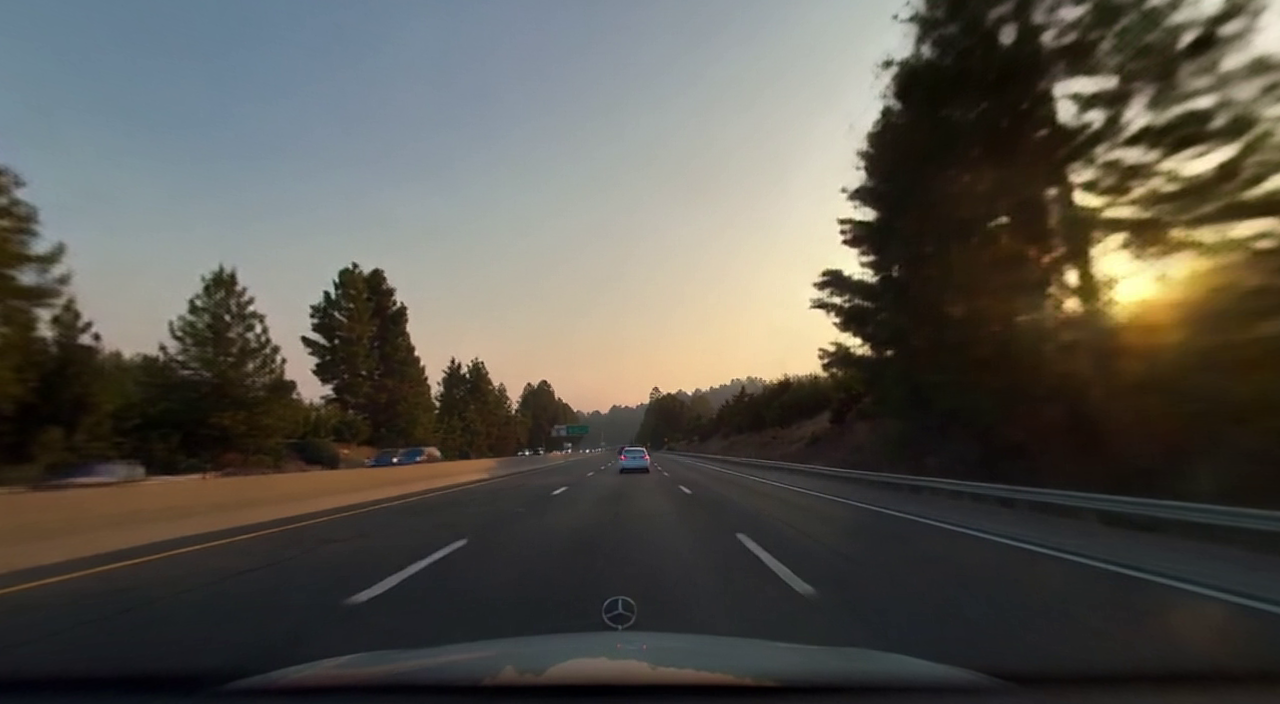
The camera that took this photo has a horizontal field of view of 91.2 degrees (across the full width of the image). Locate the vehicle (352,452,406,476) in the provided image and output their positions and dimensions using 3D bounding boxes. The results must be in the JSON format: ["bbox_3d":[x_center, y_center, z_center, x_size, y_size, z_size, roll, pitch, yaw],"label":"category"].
[{"bbox_3d":[-18.222,7.832,44.040,1.879,1.567,4.396,0,-9,0],"label":"vehicle"}]

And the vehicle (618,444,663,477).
[{"bbox_3d":[-0.008,5.405,31.430,2.095,1.537,4.017,0,-9,-1],"label":"vehicle"}]

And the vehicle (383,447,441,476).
[{"bbox_3d":[-14.251,6.866,39.480,1.970,1.692,4.464,0,-9,0],"label":"vehicle"}]
